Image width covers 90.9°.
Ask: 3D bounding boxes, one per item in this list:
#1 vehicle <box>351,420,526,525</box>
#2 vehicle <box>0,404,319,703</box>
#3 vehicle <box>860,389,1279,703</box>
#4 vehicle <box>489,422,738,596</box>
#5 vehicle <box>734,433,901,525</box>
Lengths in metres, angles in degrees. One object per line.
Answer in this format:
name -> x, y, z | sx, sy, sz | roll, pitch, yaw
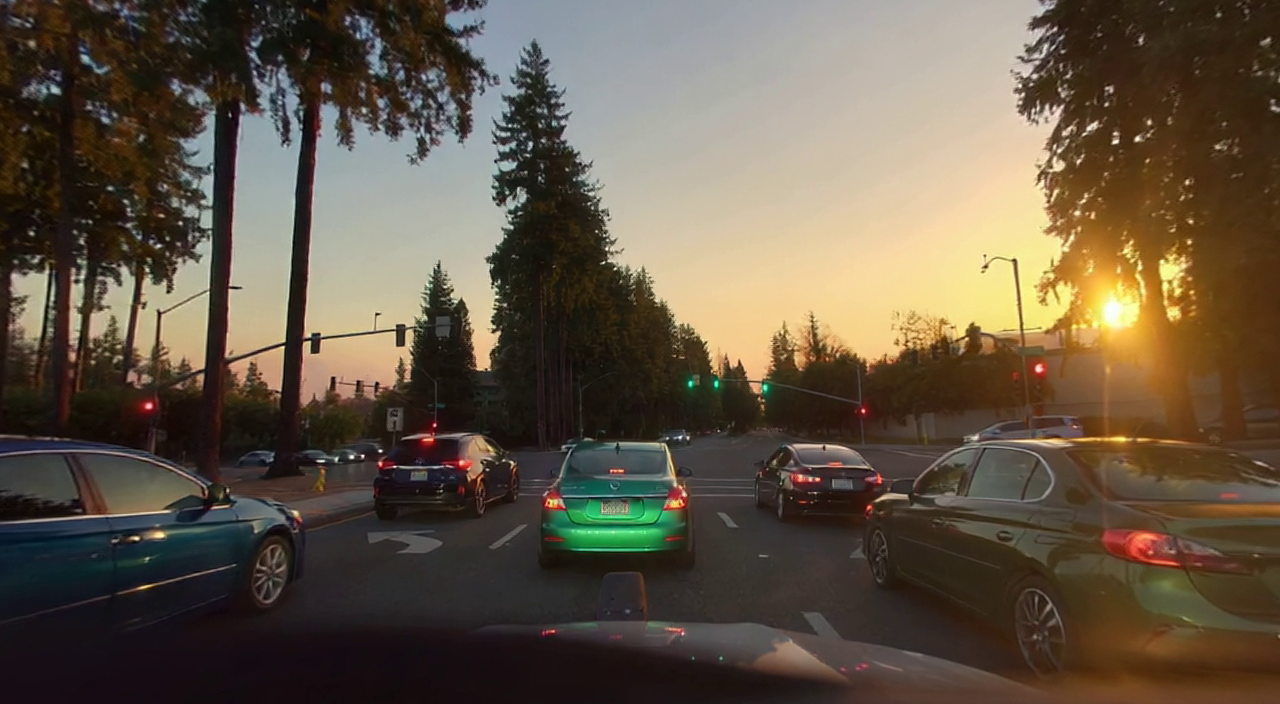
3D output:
vehicle -> -3.731, 2.315, 12.616 | 1.961, 1.714, 4.268 | 0, -8, 2
vehicle -> -3.645, 1.023, 3.003 | 1.935, 1.482, 4.433 | 0, -8, -1
vehicle -> 3.134, 1.151, 4.055 | 1.903, 1.480, 4.270 | 0, -8, 0
vehicle -> -0.264, 1.644, 7.429 | 2.147, 1.479, 3.803 | 0, -8, -1
vehicle -> 3.180, 2.337, 12.327 | 1.975, 1.460, 4.357 | 0, -8, 0
